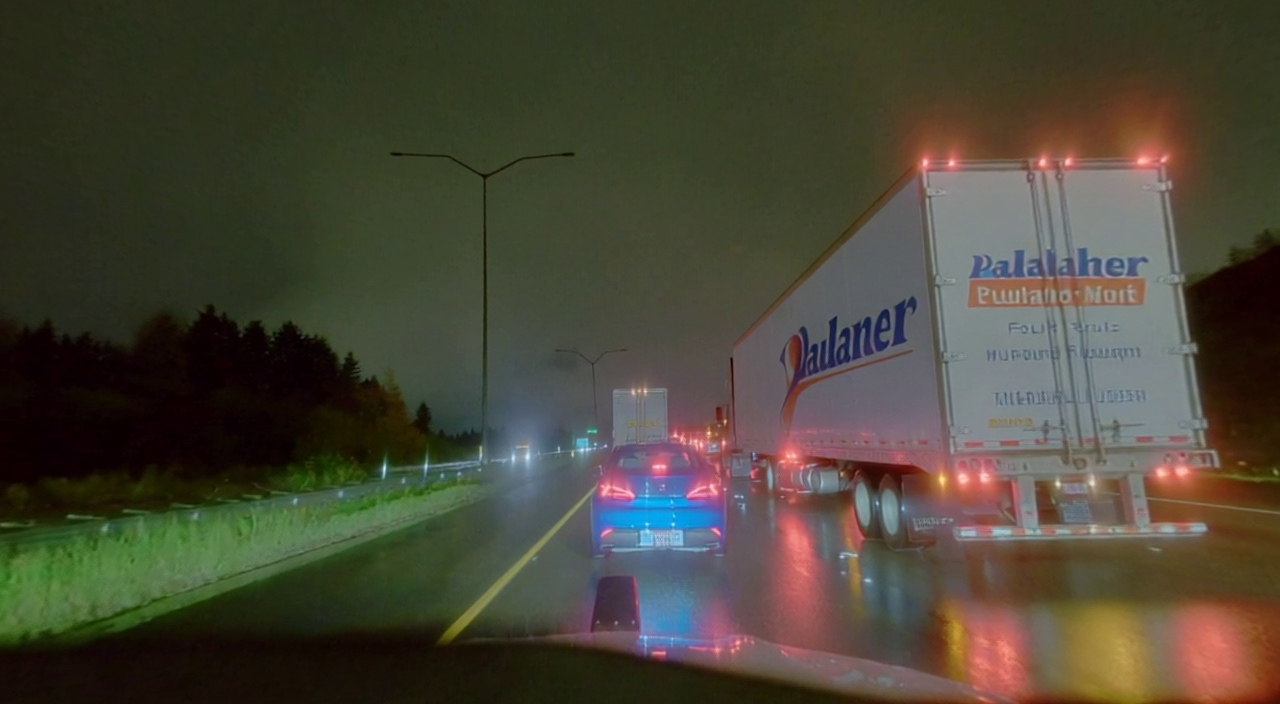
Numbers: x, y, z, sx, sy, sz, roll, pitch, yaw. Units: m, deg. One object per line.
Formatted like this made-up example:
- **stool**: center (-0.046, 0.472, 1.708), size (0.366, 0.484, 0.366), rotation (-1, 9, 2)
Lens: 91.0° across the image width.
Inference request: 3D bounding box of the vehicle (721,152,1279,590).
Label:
- **vehicle**: center (4.187, 1.069, 12.943), size (2.827, 4.081, 14.305), rotation (0, -8, -1)

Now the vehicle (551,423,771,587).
- **vehicle**: center (0.182, 1.678, 7.713), size (2.045, 1.490, 3.597), rotation (-1, -8, 0)

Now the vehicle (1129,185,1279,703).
- **vehicle**: center (4.727, 0.120, 0.651), size (2.892, 2.615, 6.650), rotation (0, -8, -2)
